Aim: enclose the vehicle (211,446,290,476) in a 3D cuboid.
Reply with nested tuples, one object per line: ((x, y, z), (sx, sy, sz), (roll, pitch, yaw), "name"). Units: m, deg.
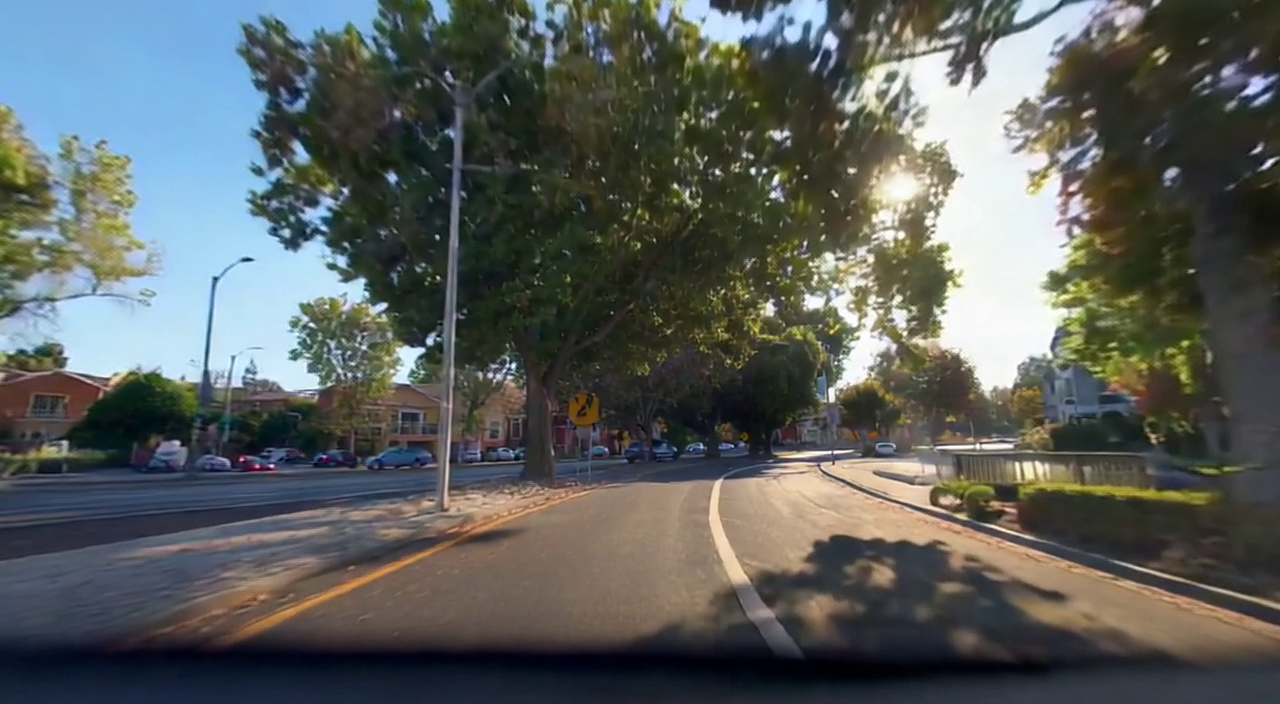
((-28.256, 7.994, 45.996), (1.944, 1.714, 4.408), (-8, -16, 24), "vehicle")

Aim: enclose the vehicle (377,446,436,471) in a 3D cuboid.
((-15.635, 7.135, 42.494), (1.753, 1.553, 3.575), (-4, -9, 21), "vehicle")

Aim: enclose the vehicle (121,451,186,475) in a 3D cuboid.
((-35.110, 8.002, 45.600), (4.207, 1.612, 1.951), (-5, -10, 26), "vehicle")

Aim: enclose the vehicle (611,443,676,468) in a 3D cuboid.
((0.294, 6.565, 40.191), (2.081, 1.489, 4.863), (-5, -10, 27), "vehicle")
